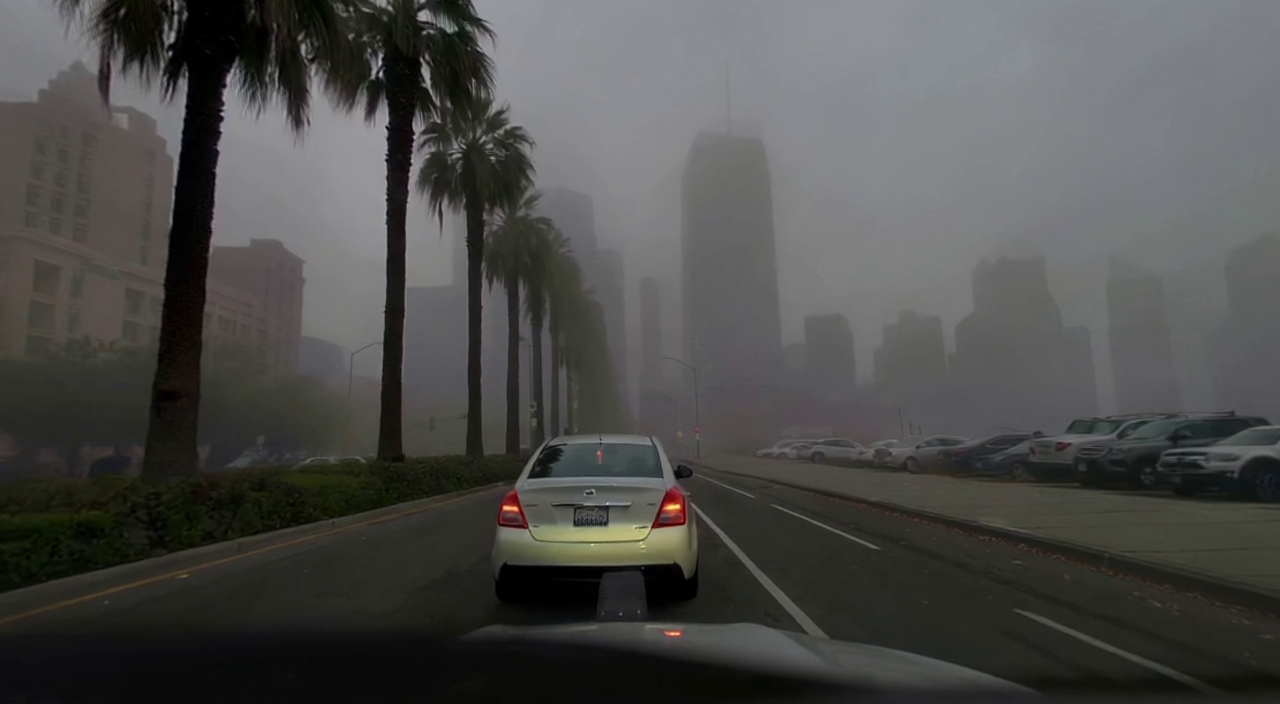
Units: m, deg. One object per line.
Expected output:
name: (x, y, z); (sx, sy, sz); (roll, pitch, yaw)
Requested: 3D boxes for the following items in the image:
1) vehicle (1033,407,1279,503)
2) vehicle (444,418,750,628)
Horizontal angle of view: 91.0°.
vehicle: (12.907, 2.405, 14.986); (5.301, 1.962, 2.431); (-3, -8, 4)
vehicle: (-0.300, 1.546, 6.632); (2.235, 1.528, 3.876); (0, -8, 1)
